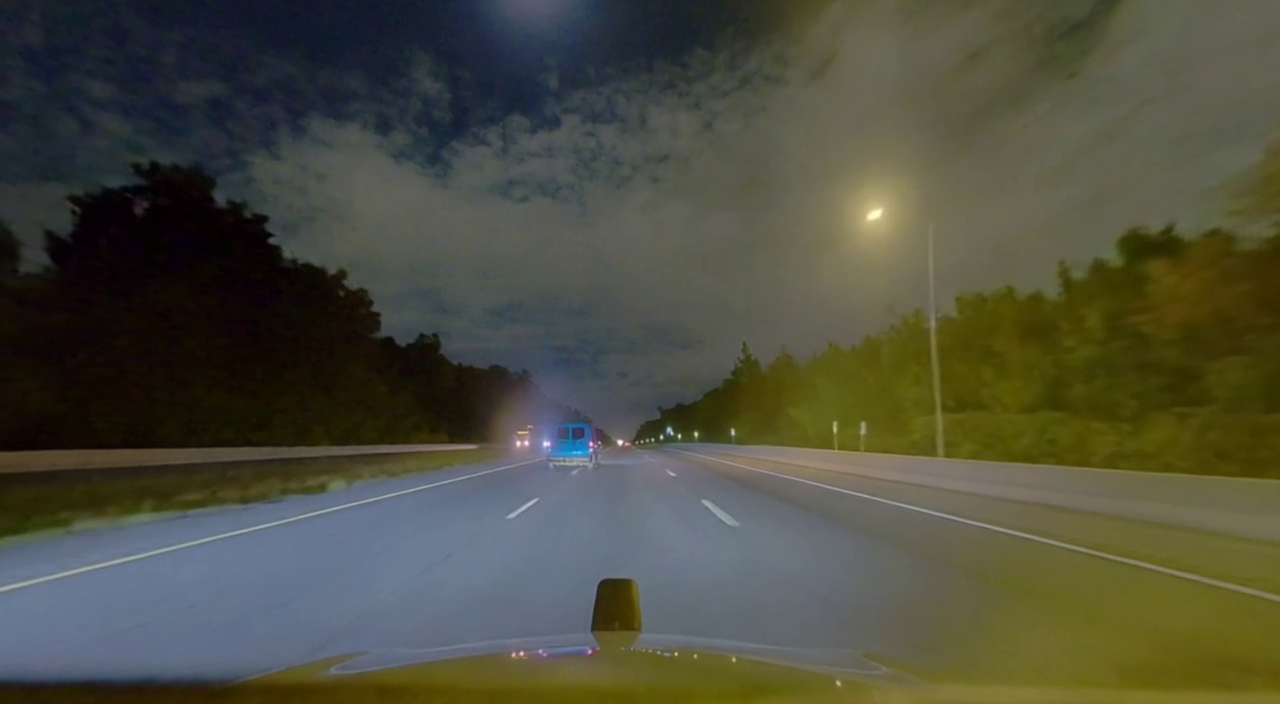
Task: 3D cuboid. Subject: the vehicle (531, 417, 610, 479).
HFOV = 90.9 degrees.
[{"bbox_3d":[-2.363,3.429,22.790,2.297,2.011,4.736,0,-8,0],"label":"vehicle"}]
